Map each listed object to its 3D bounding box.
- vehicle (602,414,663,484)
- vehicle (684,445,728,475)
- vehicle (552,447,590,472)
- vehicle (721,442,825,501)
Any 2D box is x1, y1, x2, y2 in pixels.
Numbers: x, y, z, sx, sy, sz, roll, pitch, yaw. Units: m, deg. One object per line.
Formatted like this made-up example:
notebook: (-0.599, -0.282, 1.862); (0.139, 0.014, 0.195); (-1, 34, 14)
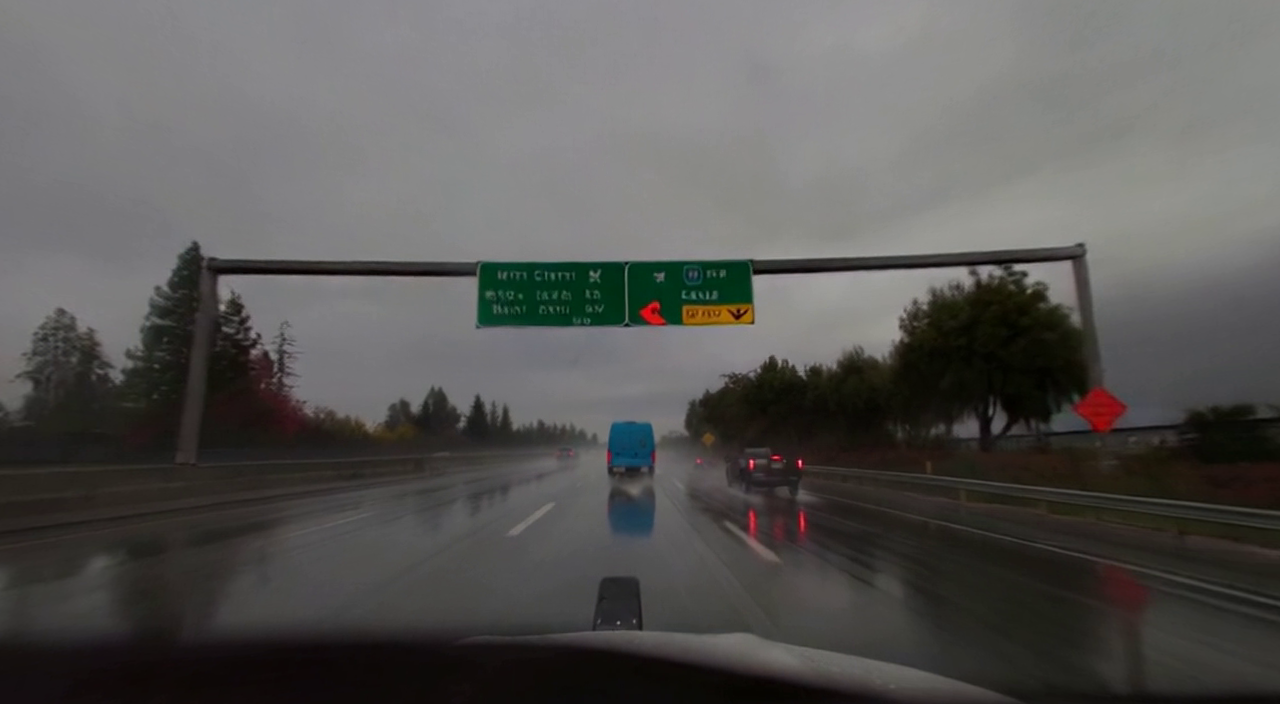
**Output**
vehicle: (-0.325, 4.010, 25.901); (2.268, 2.551, 5.144); (0, -9, -1)
vehicle: (3.547, 5.924, 34.491); (1.978, 1.510, 4.462); (-1, -9, 0)
vehicle: (-4.461, 6.990, 41.004); (2.003, 1.498, 4.386); (0, -9, -1)
vehicle: (3.755, 3.473, 18.684); (2.015, 1.491, 4.732); (0, -9, -1)
